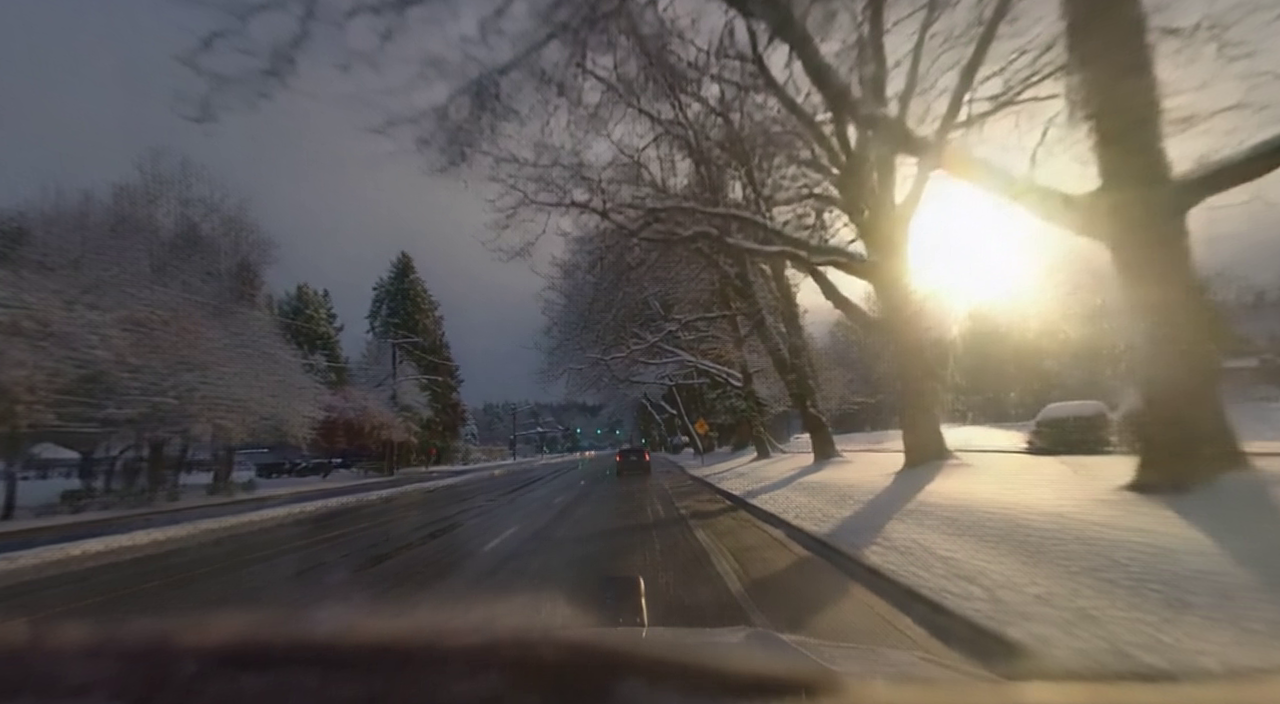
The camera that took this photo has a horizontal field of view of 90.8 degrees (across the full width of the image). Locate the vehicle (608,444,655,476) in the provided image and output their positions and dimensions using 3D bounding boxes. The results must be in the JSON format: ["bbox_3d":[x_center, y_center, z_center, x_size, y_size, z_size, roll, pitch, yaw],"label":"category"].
[{"bbox_3d":[-0.334,5.315,31.463,2.111,1.466,4.223,-1,-8,2],"label":"vehicle"}]
